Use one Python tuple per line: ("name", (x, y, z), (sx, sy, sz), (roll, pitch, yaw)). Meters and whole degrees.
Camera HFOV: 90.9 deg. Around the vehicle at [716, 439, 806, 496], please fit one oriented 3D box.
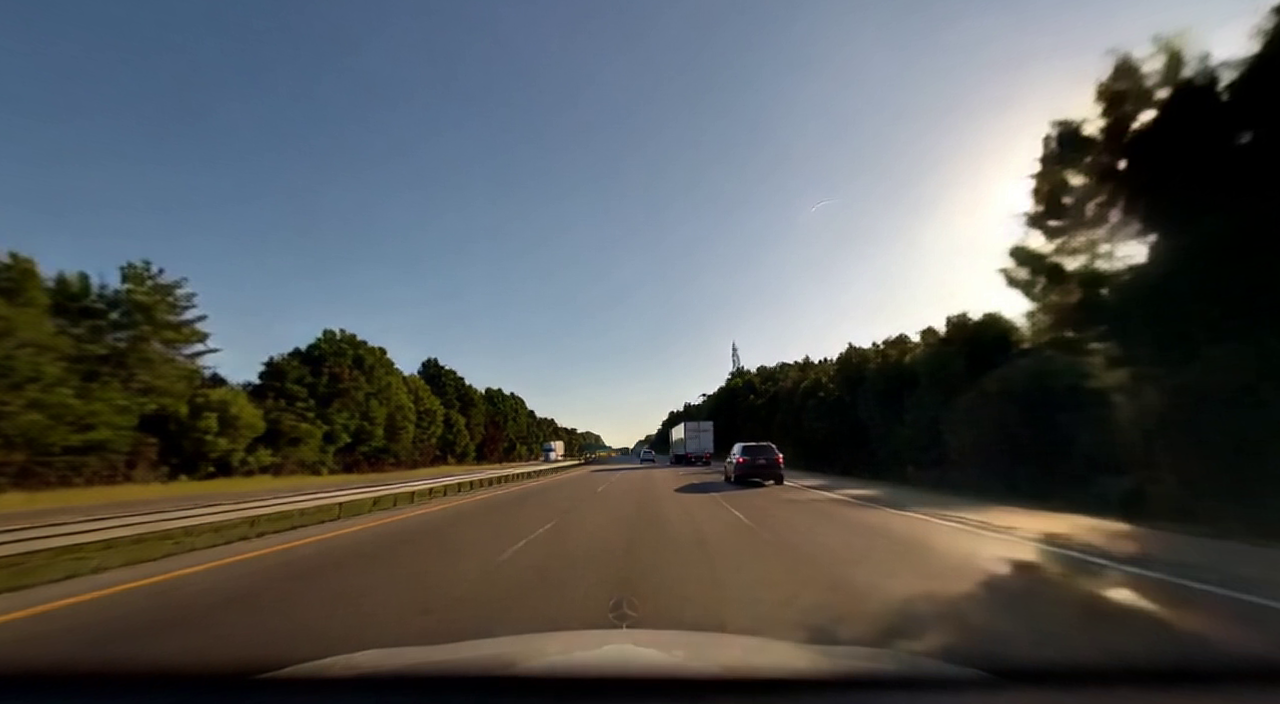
("vehicle", (3.832, 3.737, 20.747), (2.096, 1.653, 4.185), (0, -9, 0))
